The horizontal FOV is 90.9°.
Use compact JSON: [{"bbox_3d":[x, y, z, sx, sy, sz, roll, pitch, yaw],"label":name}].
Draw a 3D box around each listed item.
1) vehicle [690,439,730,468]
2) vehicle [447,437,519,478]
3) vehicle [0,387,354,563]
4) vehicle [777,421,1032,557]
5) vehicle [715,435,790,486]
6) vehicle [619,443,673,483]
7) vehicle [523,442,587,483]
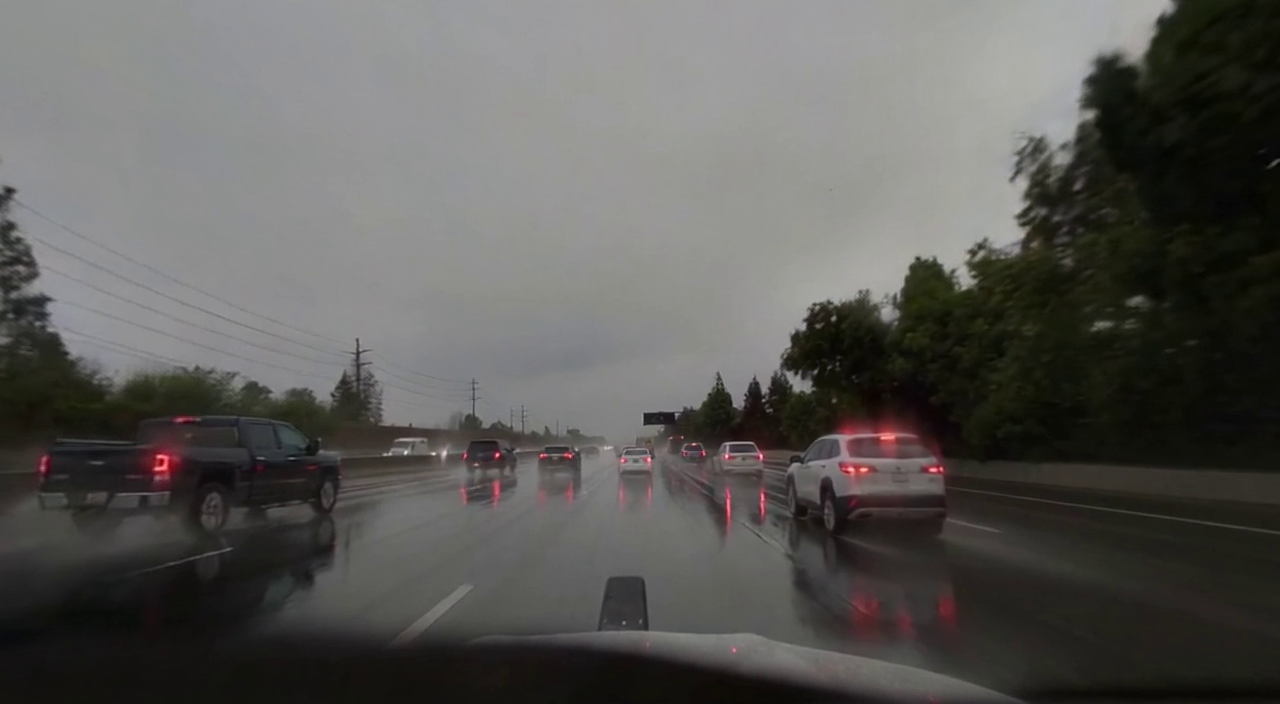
[{"bbox_3d":[4.593,6.717,41.806,2.195,1.778,4.455,0,-8,1],"label":"vehicle"},{"bbox_3d":[-6.832,4.630,27.906,1.978,1.680,4.263,0,-8,1],"label":"vehicle"},{"bbox_3d":[-7.062,1.790,9.931,2.269,1.936,5.777,0,-8,1],"label":"vehicle"},{"bbox_3d":[3.633,1.958,9.730,2.051,1.595,4.301,0,-8,0],"label":"vehicle"},{"bbox_3d":[4.109,4.029,23.735,2.002,1.691,4.290,0,-8,0],"label":"vehicle"},{"bbox_3d":[0.229,4.346,25.033,1.966,1.444,3.986,0,-8,0],"label":"vehicle"},{"bbox_3d":[-3.239,4.305,24.872,1.904,1.479,4.274,0,-9,1],"label":"vehicle"}]
